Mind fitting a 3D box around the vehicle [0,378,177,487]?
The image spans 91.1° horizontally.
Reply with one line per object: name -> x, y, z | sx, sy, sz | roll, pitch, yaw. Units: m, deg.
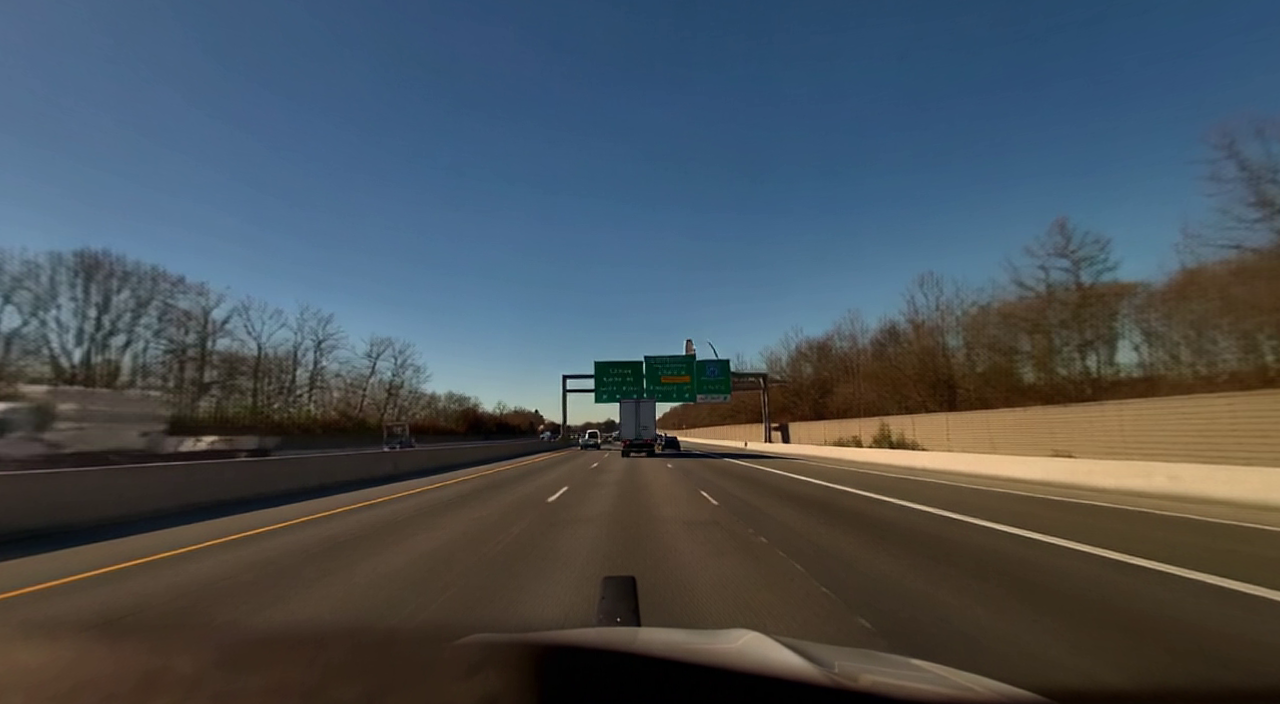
vehicle -> -25.885, 3.530, 27.345 | 2.990, 4.107, 11.120 | 0, -8, 0

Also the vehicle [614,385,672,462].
vehicle -> 0.109, 4.791, 40.623 | 2.965, 3.972, 16.689 | 0, -8, 0
